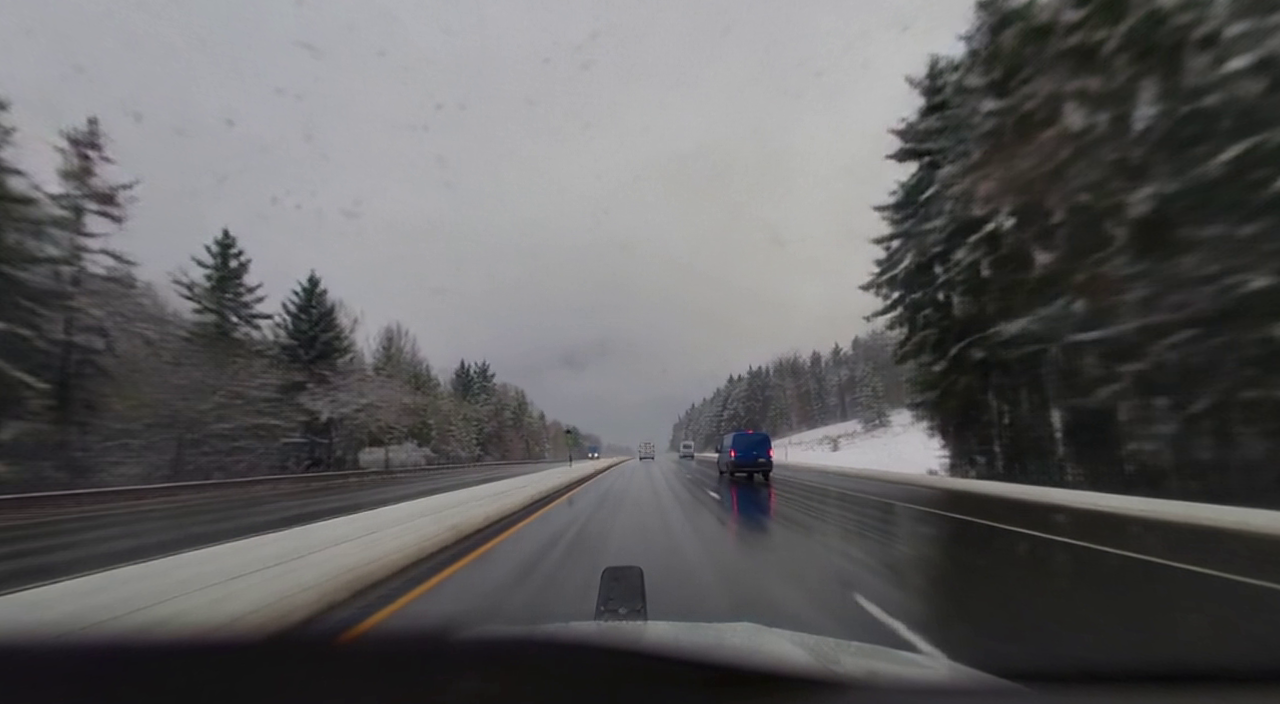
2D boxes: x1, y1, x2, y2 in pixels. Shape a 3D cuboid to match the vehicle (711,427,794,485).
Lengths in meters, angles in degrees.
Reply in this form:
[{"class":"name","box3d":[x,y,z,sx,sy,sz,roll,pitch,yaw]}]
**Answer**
[{"class":"vehicle","box3d":[4.289,4.077,24.931,2.371,2.045,4.768,0,-9,-1]}]
